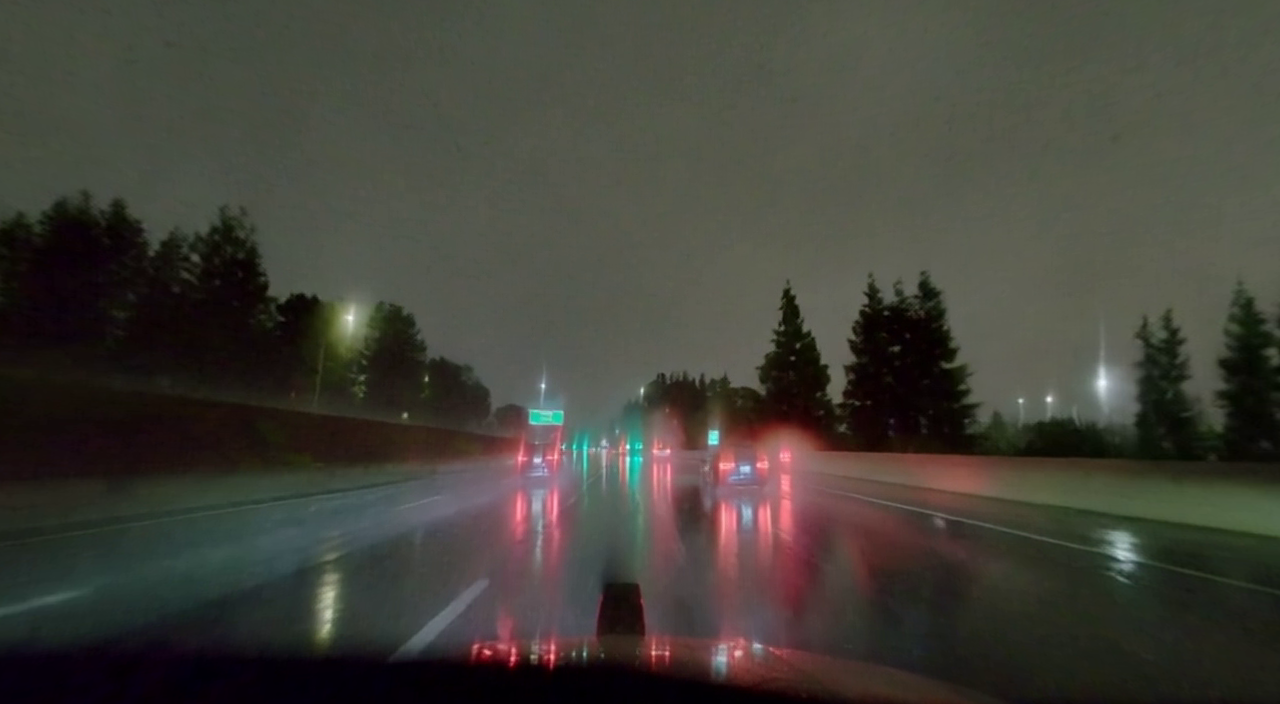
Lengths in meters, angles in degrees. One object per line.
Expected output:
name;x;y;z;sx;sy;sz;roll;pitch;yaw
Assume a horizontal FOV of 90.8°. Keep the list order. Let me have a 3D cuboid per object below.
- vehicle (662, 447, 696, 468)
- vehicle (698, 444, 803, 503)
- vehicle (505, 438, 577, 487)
vehicle;2.811;7.683;46.072;2.021;1.447;3.985;0;-9;-3
vehicle;2.927;3.331;17.826;1.947;1.437;4.345;0;-9;-3
vehicle;-3.871;4.390;25.444;2.244;1.755;4.417;0;-9;-1
